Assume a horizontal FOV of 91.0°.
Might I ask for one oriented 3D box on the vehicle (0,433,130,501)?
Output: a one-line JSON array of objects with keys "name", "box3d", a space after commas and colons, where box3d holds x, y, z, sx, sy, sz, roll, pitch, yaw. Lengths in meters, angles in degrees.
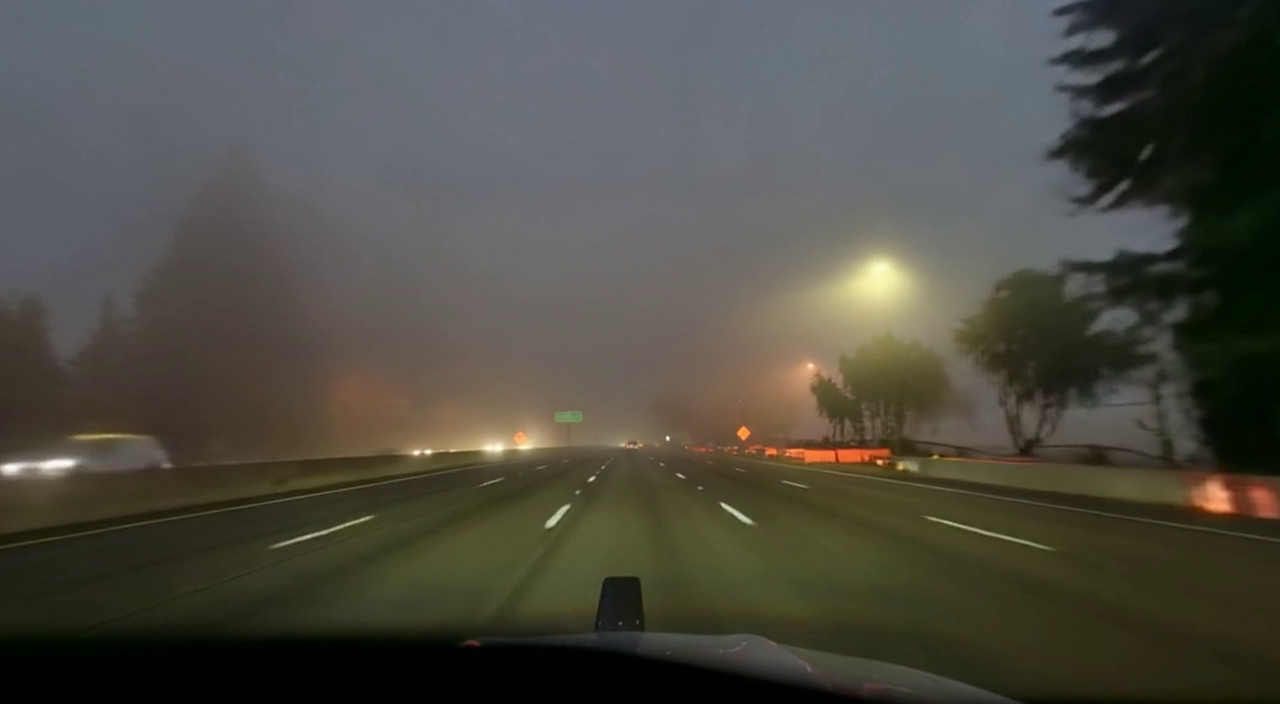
[{"name": "vehicle", "box3d": [-17.974, 3.290, 18.372, 2.129, 1.773, 4.963, 0, -9, -2]}]
